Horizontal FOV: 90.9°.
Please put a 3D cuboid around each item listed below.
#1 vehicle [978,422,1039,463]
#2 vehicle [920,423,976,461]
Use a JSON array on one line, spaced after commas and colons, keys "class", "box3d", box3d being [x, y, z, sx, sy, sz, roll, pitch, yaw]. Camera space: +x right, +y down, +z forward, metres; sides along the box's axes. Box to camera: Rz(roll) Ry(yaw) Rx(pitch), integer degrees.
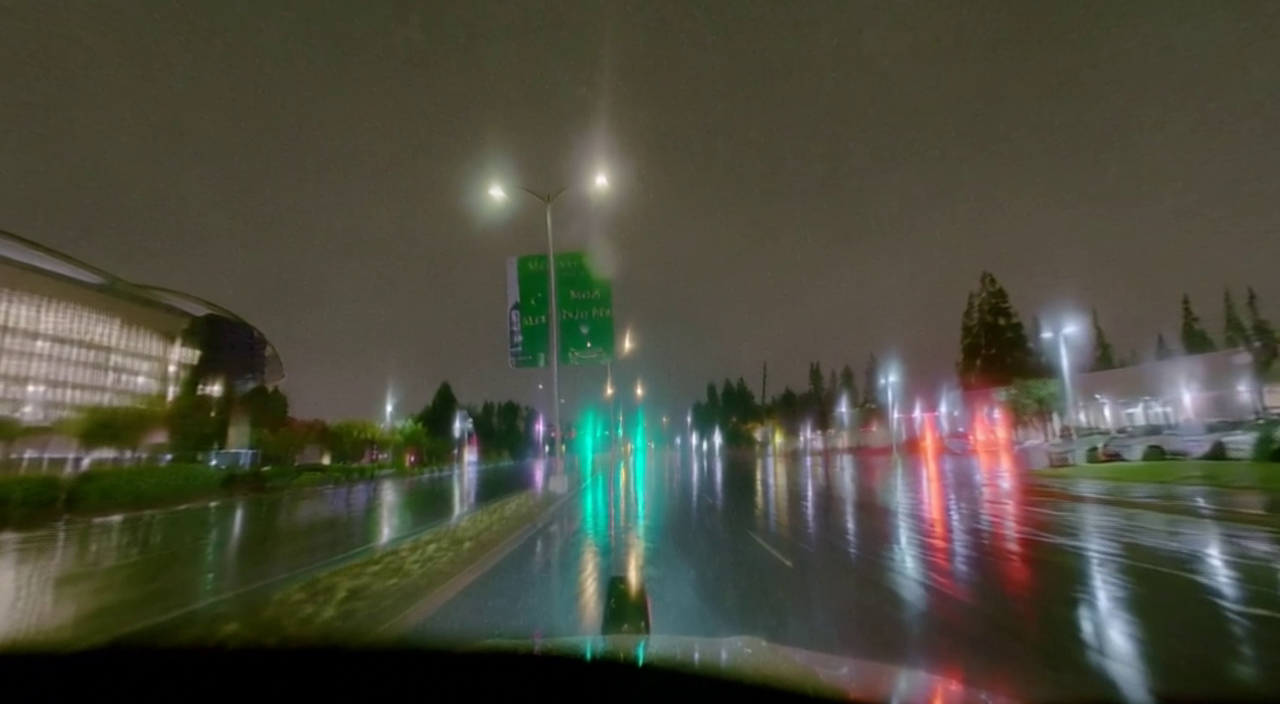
[{"class": "vehicle", "box3d": [21.828, 5.299, 37.529, 2.240, 2.095, 5.149, -6, -7, 22]}, {"class": "vehicle", "box3d": [17.893, 5.277, 36.861, 2.425, 2.043, 5.455, -4, -9, 21]}]
